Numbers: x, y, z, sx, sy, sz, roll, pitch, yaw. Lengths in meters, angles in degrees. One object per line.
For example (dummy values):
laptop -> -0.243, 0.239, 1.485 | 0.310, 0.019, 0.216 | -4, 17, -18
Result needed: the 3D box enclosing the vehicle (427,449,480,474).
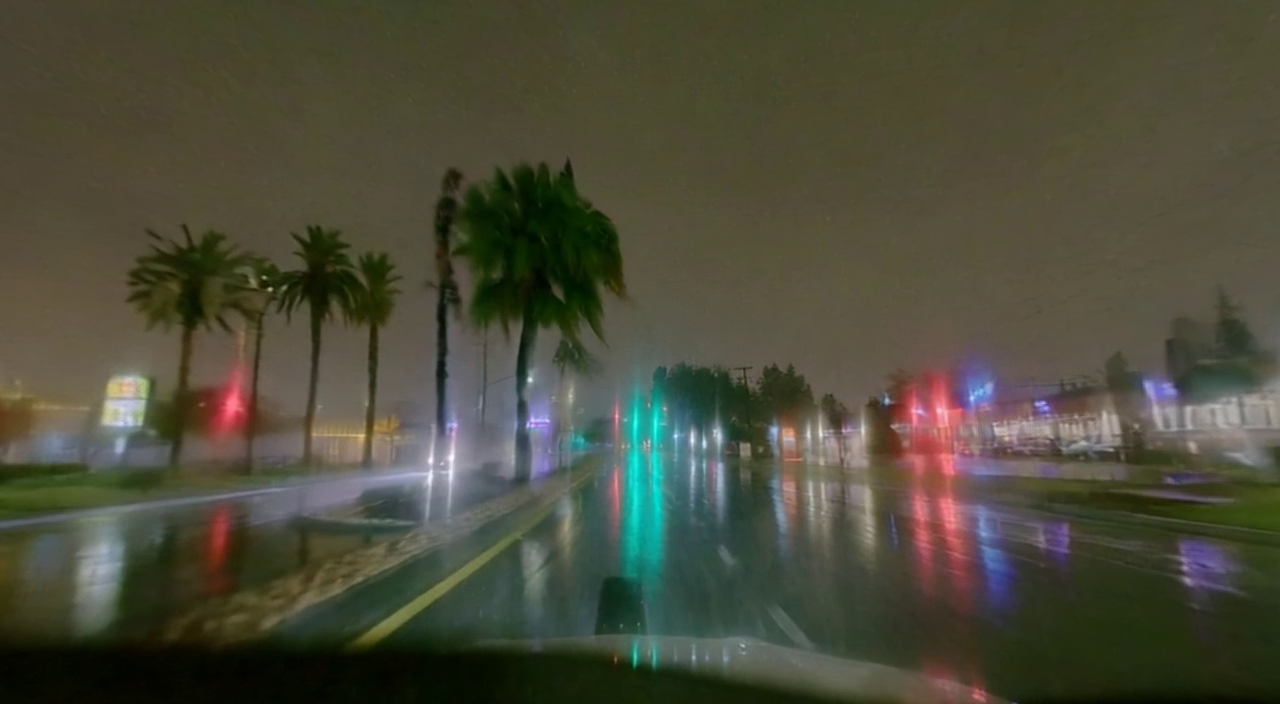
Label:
vehicle -> -12.186, 7.159, 41.624 | 2.015, 1.484, 4.651 | 0, -8, 0
